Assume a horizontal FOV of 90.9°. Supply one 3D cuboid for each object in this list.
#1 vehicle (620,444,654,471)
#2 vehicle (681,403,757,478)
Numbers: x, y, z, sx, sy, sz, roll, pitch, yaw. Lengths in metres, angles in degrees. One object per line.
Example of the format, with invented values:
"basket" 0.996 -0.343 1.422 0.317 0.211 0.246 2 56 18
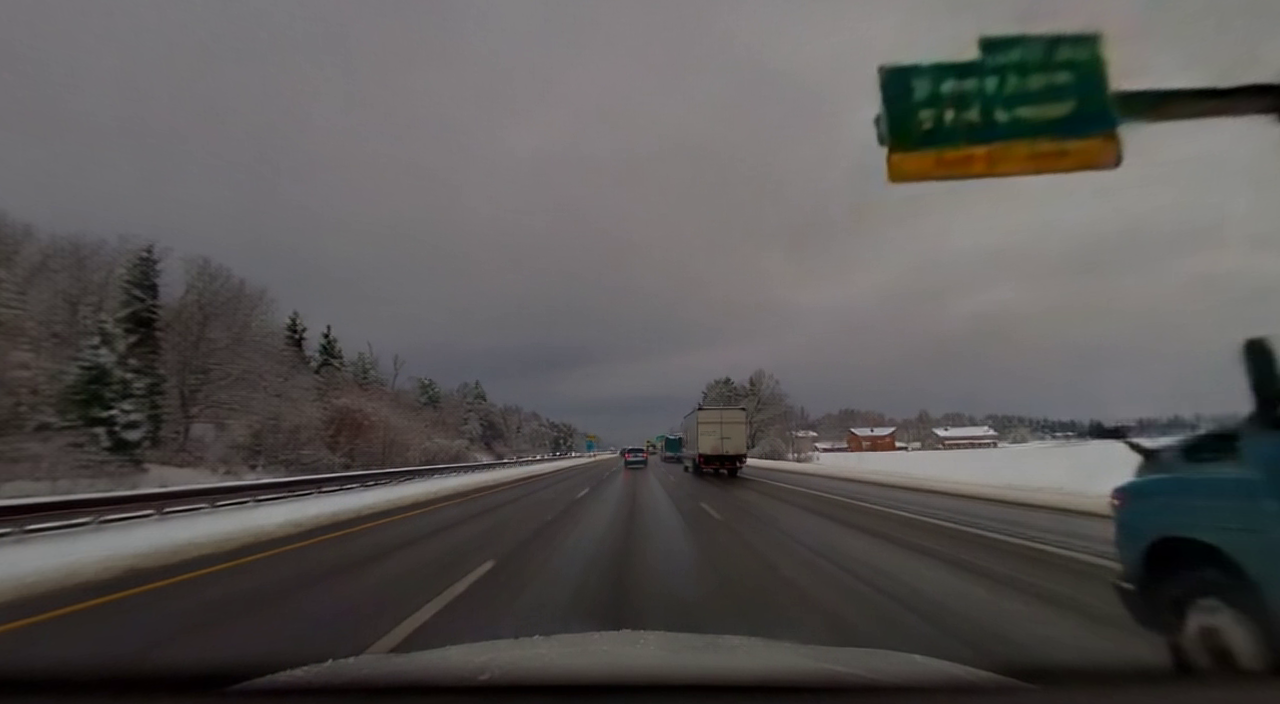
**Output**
"vehicle" -0.162 6.998 41.824 2.151 1.678 3.923 0 -9 0
"vehicle" 4.026 4.866 34.368 2.931 3.530 8.760 0 -9 0
